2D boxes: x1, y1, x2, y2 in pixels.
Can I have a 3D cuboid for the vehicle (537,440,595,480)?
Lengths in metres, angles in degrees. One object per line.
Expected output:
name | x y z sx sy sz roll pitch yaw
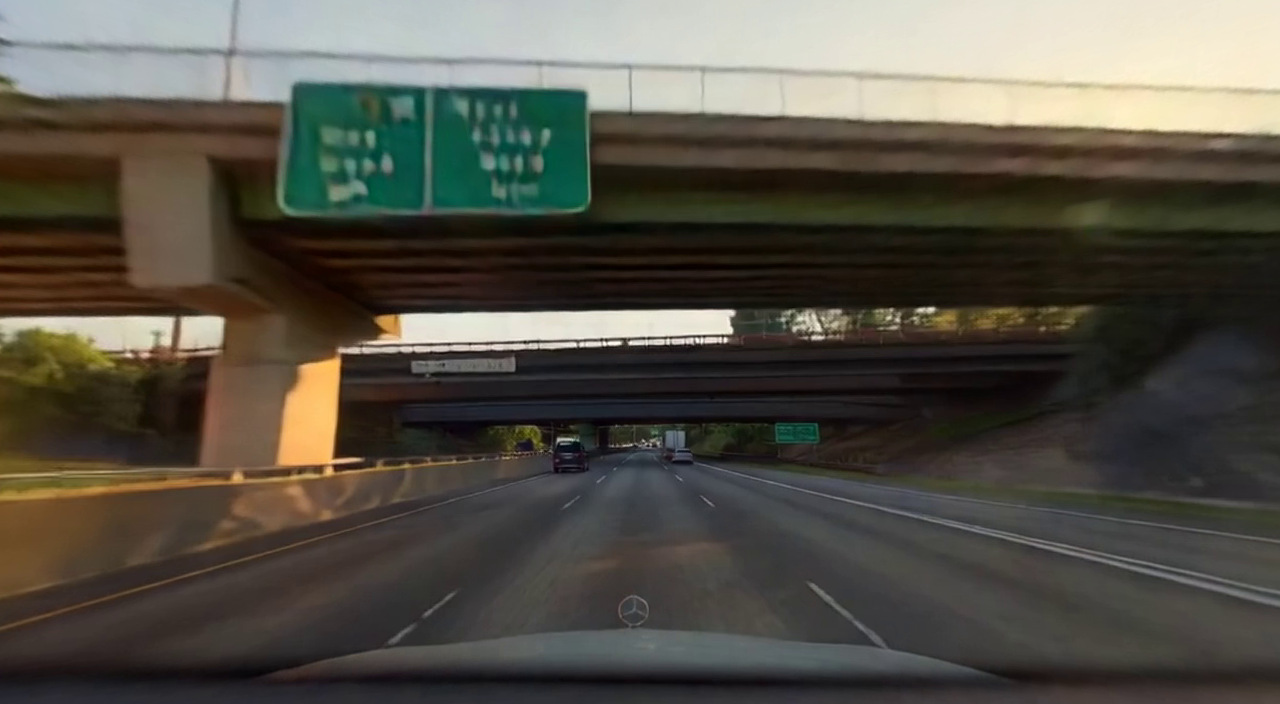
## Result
vehicle | -3.535 5.279 30.993 2.238 1.792 4.518 0 -9 1
